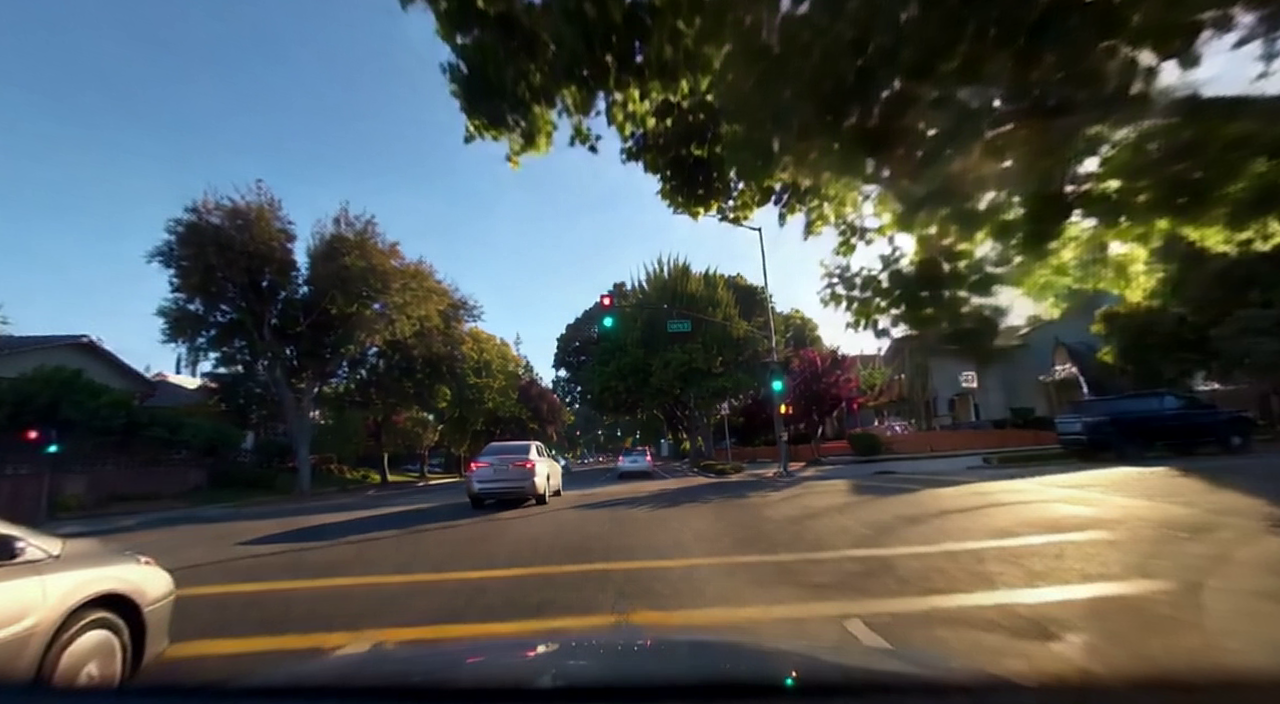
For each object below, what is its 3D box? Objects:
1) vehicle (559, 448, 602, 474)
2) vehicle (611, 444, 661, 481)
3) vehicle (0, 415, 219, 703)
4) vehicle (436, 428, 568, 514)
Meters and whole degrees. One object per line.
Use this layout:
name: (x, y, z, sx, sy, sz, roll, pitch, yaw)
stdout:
vehicle: (-3.700, 6.840, 39.872, 2.268, 1.522, 4.350, 0, -8, 0)
vehicle: (-0.211, 4.854, 28.051, 2.062, 1.518, 3.901, 0, -8, -1)
vehicle: (-3.509, 0.835, 1.387, 1.934, 1.475, 4.741, 0, -8, 0)
vehicle: (-3.175, 2.842, 15.607, 2.157, 1.771, 4.452, -1, -8, 1)
